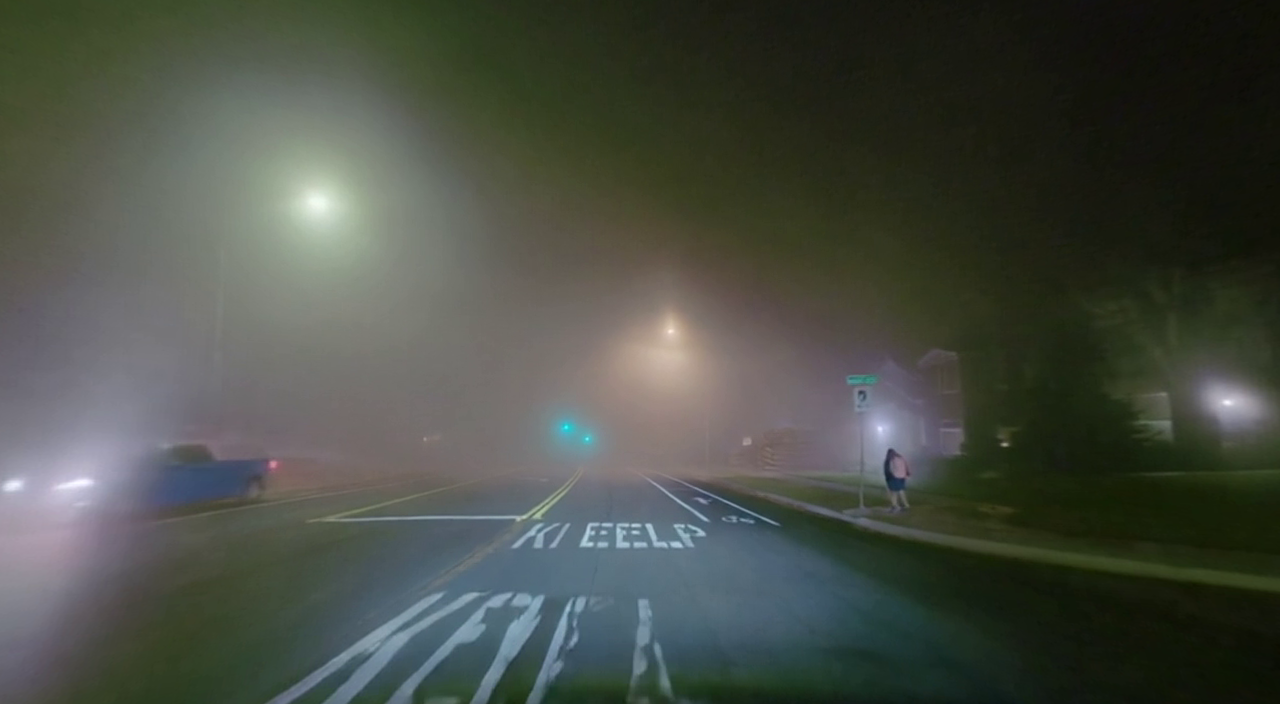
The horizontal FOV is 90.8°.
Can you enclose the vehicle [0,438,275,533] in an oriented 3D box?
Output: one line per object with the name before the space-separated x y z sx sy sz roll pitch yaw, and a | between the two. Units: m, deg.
vehicle | -11.067 2.854 14.235 2.053 1.727 4.651 -2 -9 16
